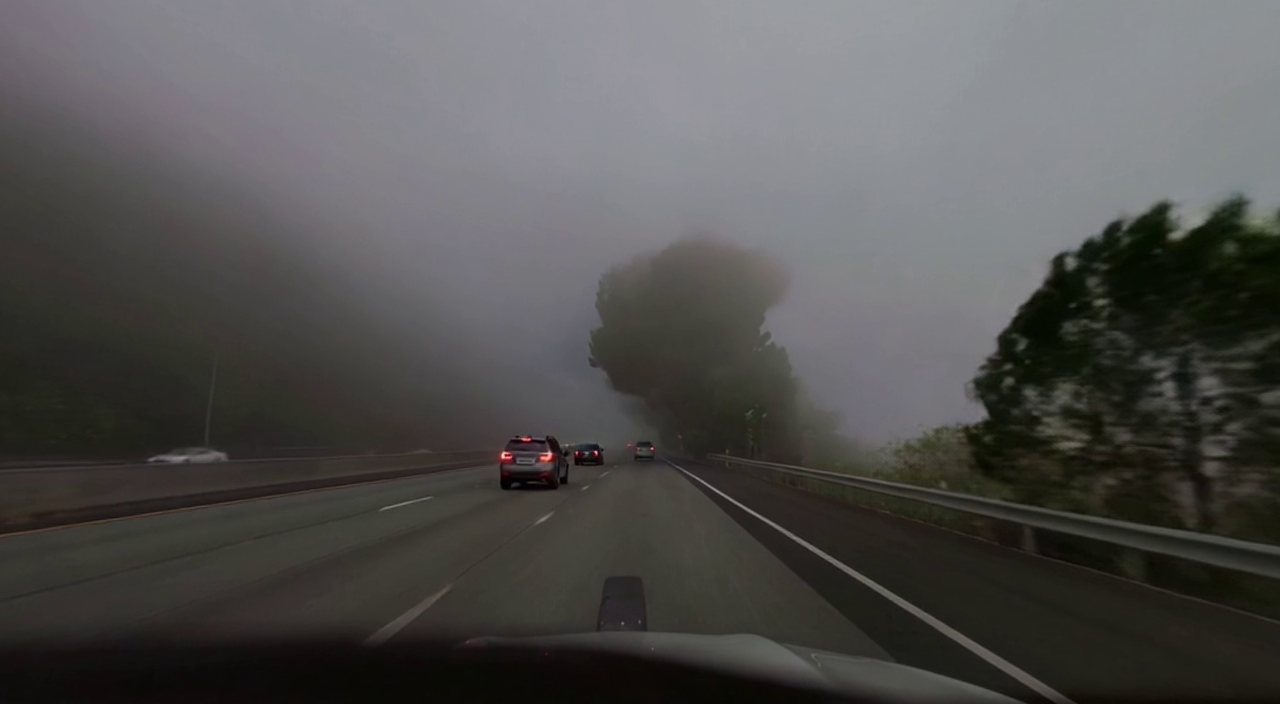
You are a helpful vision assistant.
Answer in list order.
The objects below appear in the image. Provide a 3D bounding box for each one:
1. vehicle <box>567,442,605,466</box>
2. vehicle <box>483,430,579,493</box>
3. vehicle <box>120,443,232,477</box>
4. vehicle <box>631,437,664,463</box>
[{"bbox_3d":[-3.458,6.603,40.783,2.055,1.431,3.921,0,-8,2],"label":"vehicle"},{"bbox_3d":[-3.152,3.261,19.096,2.056,1.679,4.204,0,-8,1],"label":"vehicle"},{"bbox_3d":[-27.995,6.501,38.214,2.338,1.906,5.757,0,-8,2],"label":"vehicle"},{"bbox_3d":[0.535,7.240,46.360,2.285,1.797,4.478,0,-8,0],"label":"vehicle"}]
